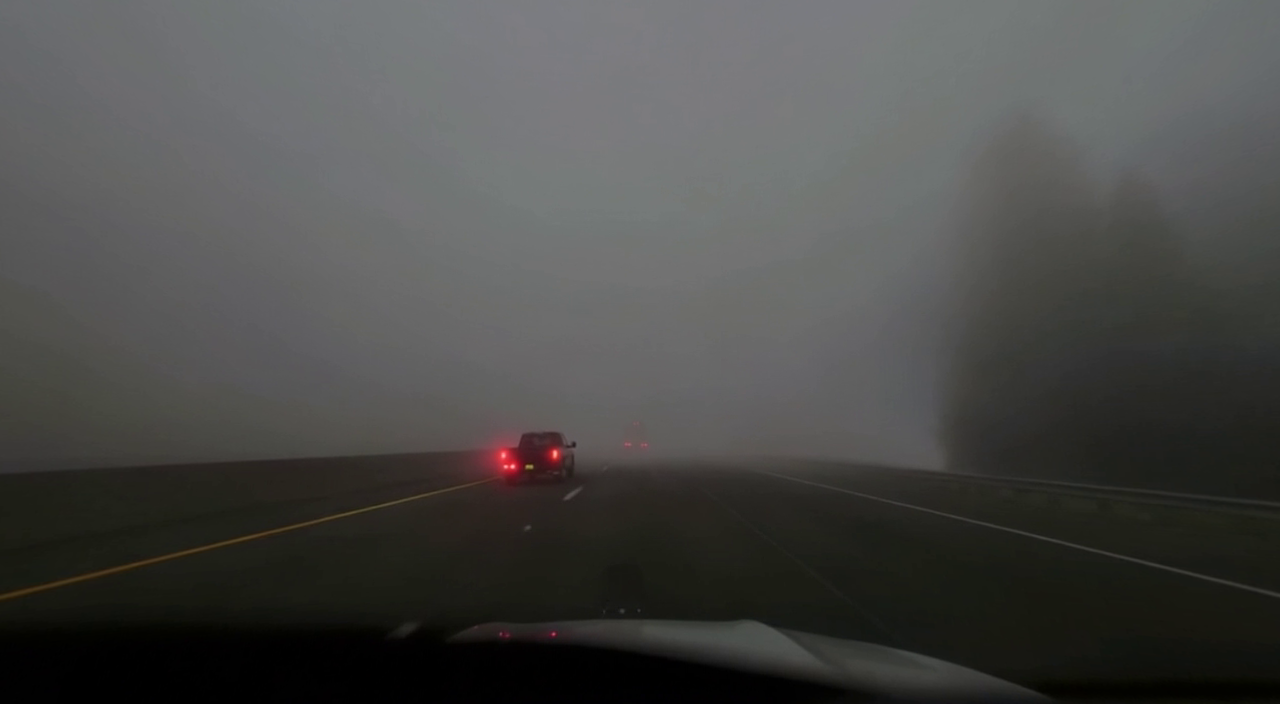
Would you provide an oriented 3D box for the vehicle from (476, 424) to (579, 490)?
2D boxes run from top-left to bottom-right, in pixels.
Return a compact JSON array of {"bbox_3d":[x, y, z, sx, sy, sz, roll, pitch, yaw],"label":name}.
[{"bbox_3d":[-3.572,3.486,21.297,2.379,1.918,5.504,0,-8,1],"label":"vehicle"}]
